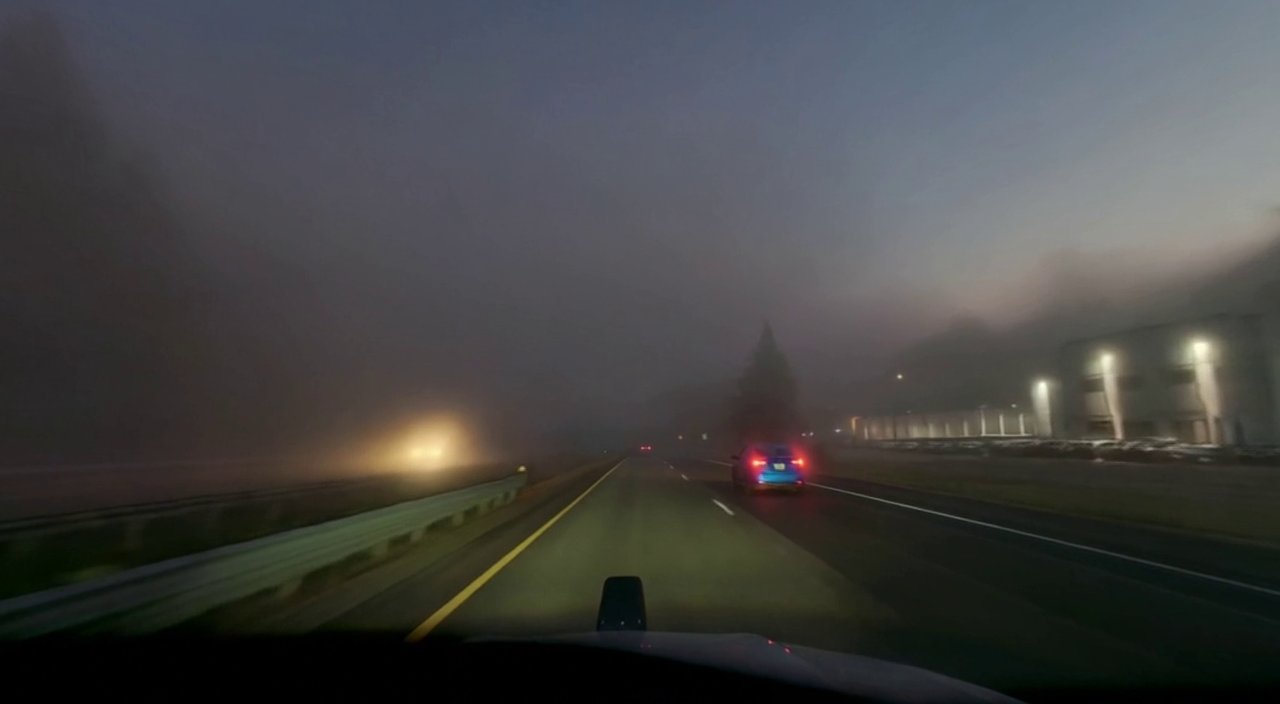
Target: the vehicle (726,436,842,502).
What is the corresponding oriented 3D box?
[{"bbox_3d":[3.631,3.038,16.692,2.079,1.531,3.997,0,-8,-1],"label":"vehicle"}]
